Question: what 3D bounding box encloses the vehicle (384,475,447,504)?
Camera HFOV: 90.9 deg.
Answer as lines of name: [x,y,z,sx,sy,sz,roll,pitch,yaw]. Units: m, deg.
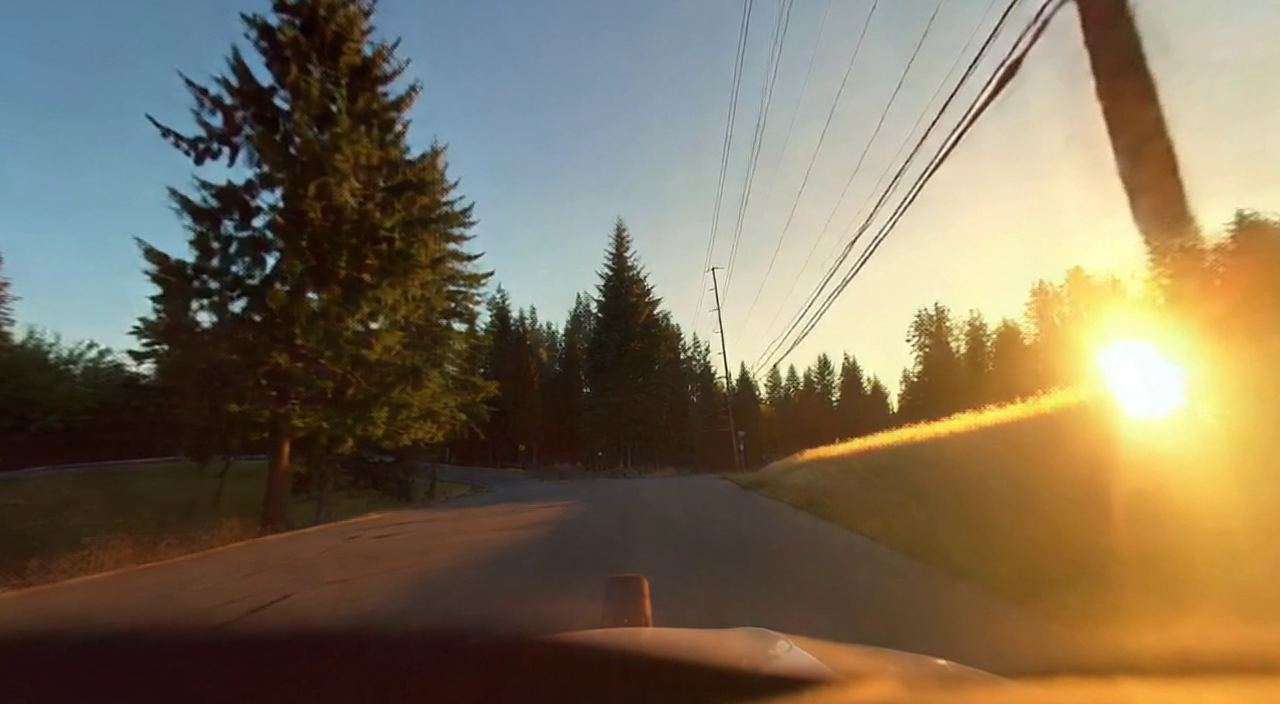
vehicle: [-15.501,9.456,43.532,4.043,1.673,1.970,-6,-10,32]
